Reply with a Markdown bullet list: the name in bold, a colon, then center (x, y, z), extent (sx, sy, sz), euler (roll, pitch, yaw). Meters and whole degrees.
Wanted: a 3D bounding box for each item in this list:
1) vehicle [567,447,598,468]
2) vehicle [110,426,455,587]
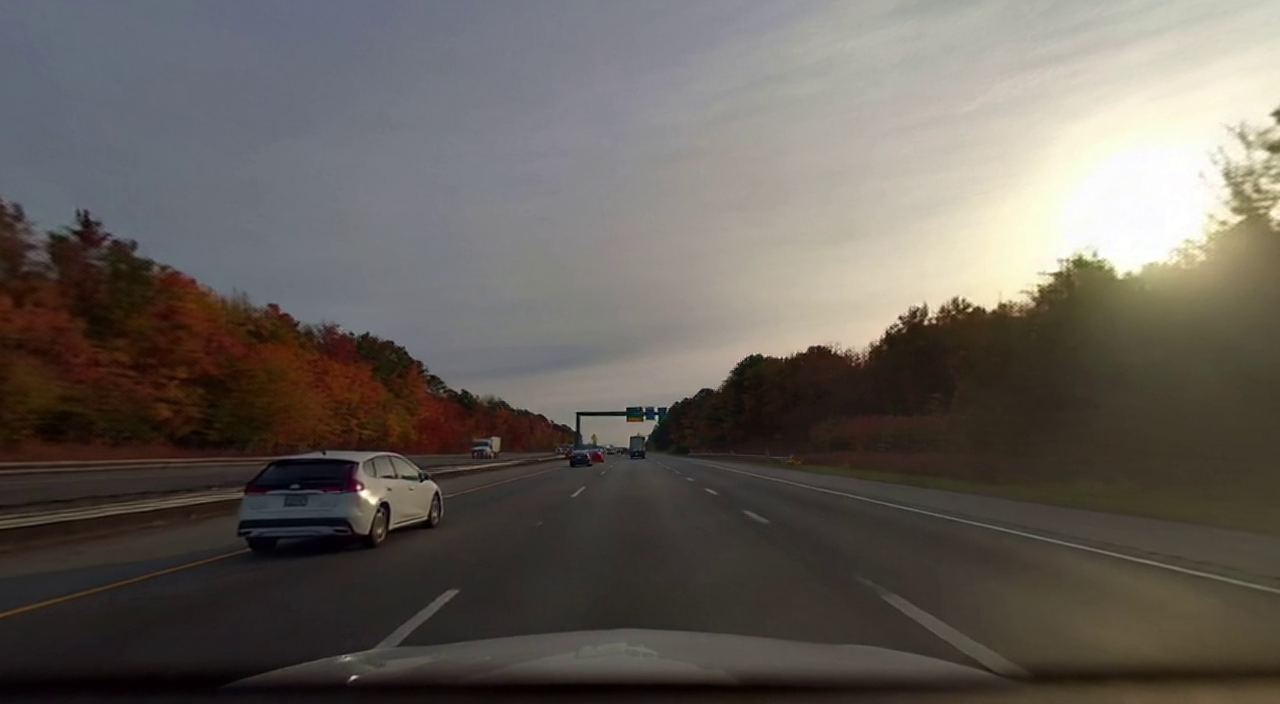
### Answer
- **vehicle**: center (-4.307, 7.959, 47.391), extent (1.963, 1.475, 3.665), euler (0, -9, 0)
- **vehicle**: center (-4.059, 1.811, 8.143), extent (2.071, 1.525, 4.058), euler (0, -9, 0)
